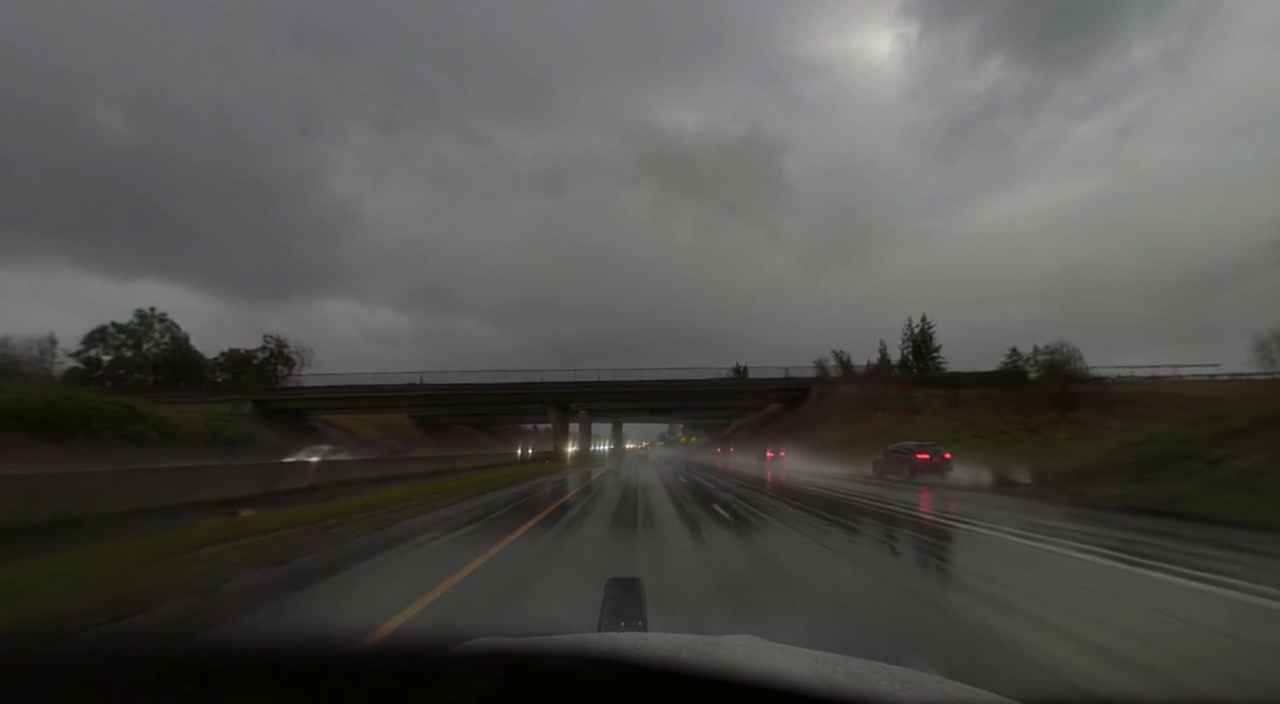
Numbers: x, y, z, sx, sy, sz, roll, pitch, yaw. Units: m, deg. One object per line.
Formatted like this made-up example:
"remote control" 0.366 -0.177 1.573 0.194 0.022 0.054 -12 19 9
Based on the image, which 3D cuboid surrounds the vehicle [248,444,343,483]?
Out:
"vehicle" -17.148 5.538 31.604 2.051 1.756 4.755 0 -8 0
